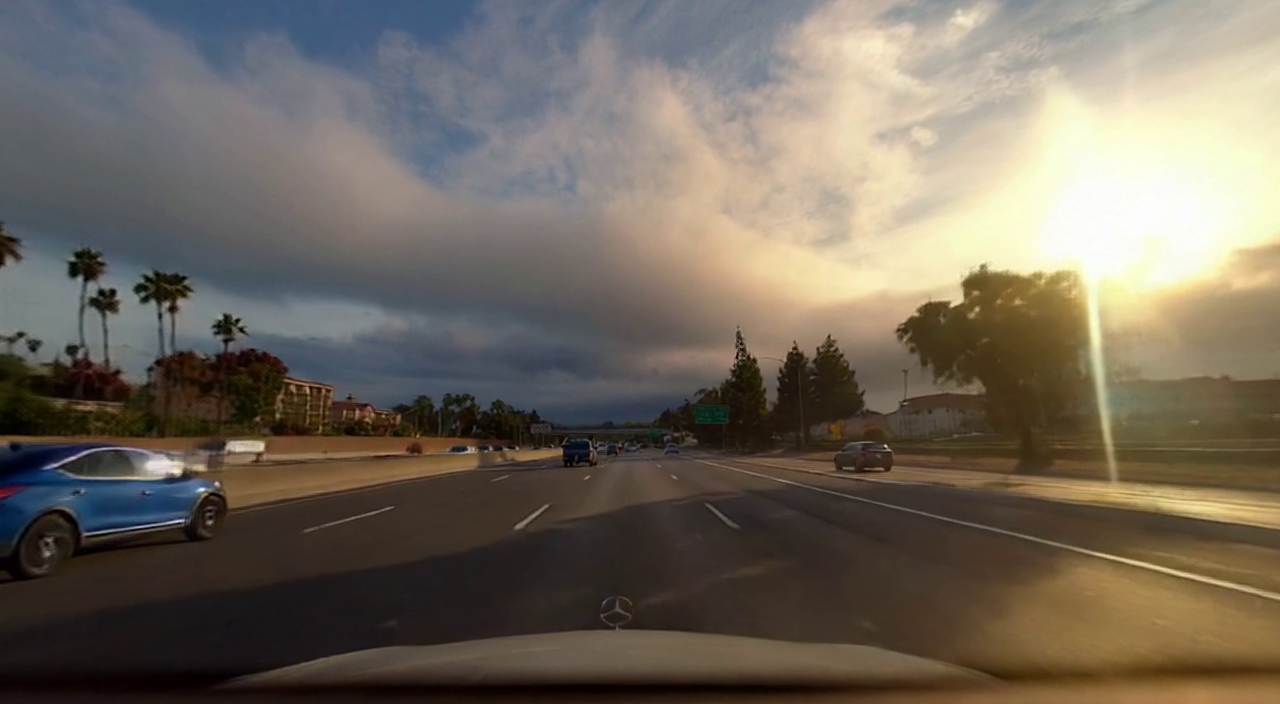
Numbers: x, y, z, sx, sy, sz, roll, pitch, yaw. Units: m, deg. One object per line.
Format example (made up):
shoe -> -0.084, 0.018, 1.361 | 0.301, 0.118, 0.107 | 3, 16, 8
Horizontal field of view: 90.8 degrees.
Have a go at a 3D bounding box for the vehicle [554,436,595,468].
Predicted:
vehicle -> -4.319, 6.697, 42.261 | 2.225, 1.967, 4.673 | 0, -9, 0

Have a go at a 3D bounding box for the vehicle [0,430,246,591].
vehicle -> -6.944, 1.640, 6.936 | 2.018, 1.480, 4.999 | 0, -9, 0

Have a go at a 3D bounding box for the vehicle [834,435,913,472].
vehicle -> 11.971, 5.251, 32.750 | 2.168, 1.792, 4.457 | 0, -9, -3
